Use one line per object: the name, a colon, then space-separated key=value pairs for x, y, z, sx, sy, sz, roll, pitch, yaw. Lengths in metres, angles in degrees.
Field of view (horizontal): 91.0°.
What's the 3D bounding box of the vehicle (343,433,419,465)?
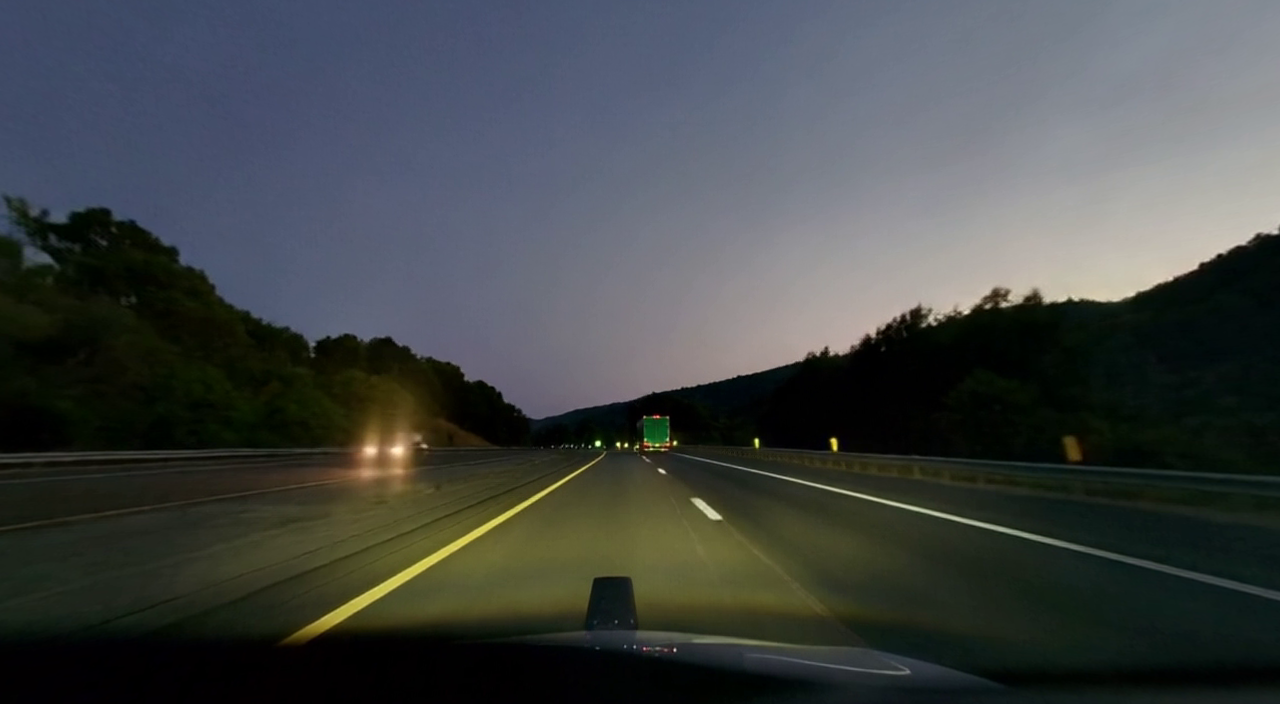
vehicle: x=-13.106 y=4.933 z=32.184 sx=1.958 sy=1.518 sz=4.754 roll=0 pitch=-8 yaw=-1
